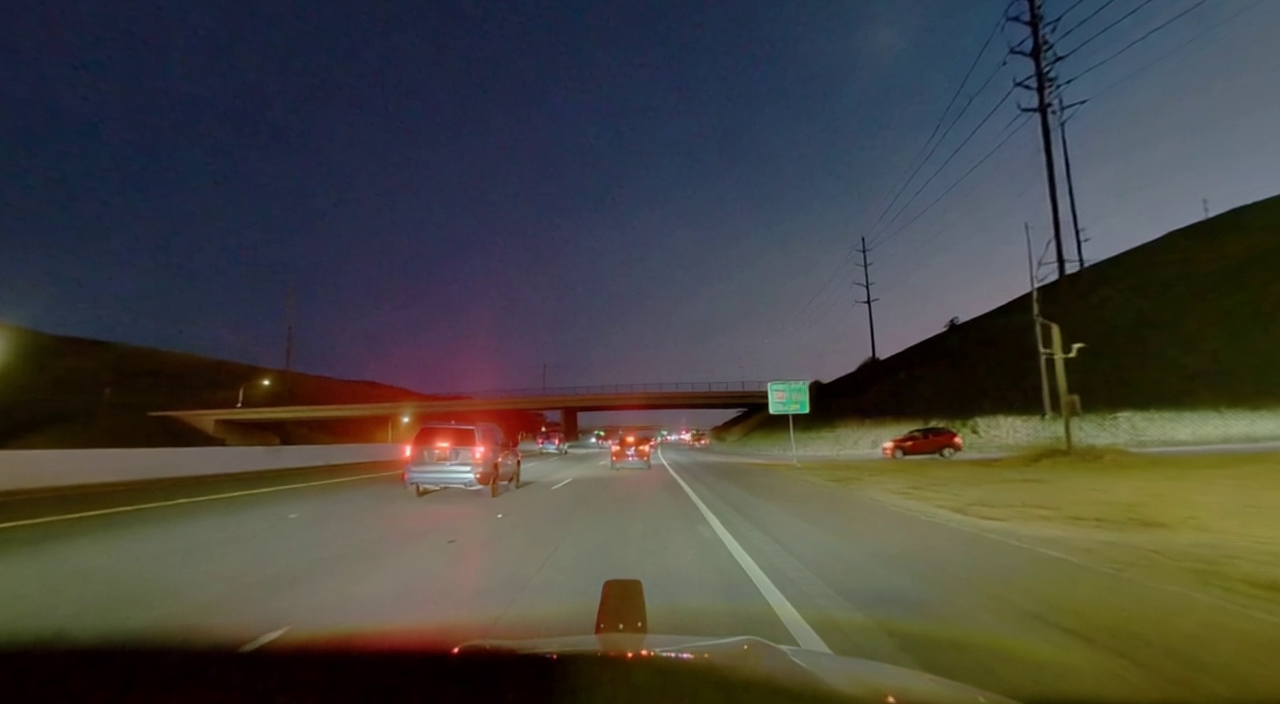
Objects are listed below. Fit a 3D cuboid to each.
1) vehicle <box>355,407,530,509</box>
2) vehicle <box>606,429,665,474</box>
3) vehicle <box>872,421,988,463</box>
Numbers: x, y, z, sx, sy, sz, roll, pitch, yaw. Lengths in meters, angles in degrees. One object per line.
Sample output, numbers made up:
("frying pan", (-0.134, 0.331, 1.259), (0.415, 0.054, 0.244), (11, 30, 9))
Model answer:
("vehicle", (-4.032, 2.307, 14.005), (2.228, 1.845, 4.847), (0, -9, 1))
("vehicle", (-0.090, 4.042, 25.706), (2.193, 1.651, 3.946), (-1, -9, 3))
("vehicle", (19.228, 6.076, 42.323), (2.571, 2.571, 6.876), (4, -10, -25))
